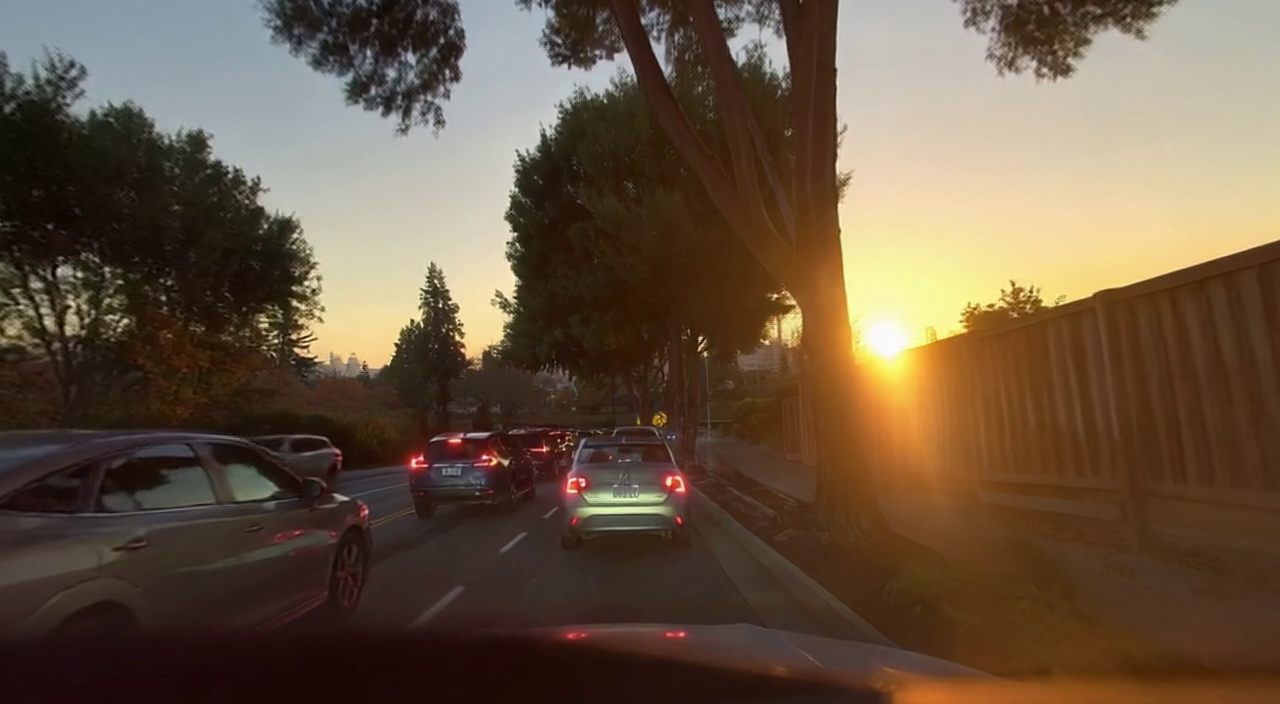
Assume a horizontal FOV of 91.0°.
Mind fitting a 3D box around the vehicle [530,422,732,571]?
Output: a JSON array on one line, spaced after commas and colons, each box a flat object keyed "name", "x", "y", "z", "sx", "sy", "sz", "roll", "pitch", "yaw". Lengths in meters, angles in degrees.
[{"name": "vehicle", "x": -0.126, "y": 1.722, "z": 8.230, "sx": 1.995, "sy": 1.460, "sz": 3.865, "roll": 0, "pitch": -8, "yaw": -1}]

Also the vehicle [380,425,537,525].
[{"name": "vehicle", "x": -3.226, "y": 2.255, "z": 11.991, "sx": 1.850, "sy": 1.582, "sz": 3.688, "roll": 0, "pitch": -8, "yaw": 0}]

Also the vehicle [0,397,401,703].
[{"name": "vehicle", "x": -3.155, "y": 1.084, "z": 3.247, "sx": 1.980, "sy": 1.520, "sz": 4.636, "roll": 0, "pitch": -8, "yaw": 1}]
